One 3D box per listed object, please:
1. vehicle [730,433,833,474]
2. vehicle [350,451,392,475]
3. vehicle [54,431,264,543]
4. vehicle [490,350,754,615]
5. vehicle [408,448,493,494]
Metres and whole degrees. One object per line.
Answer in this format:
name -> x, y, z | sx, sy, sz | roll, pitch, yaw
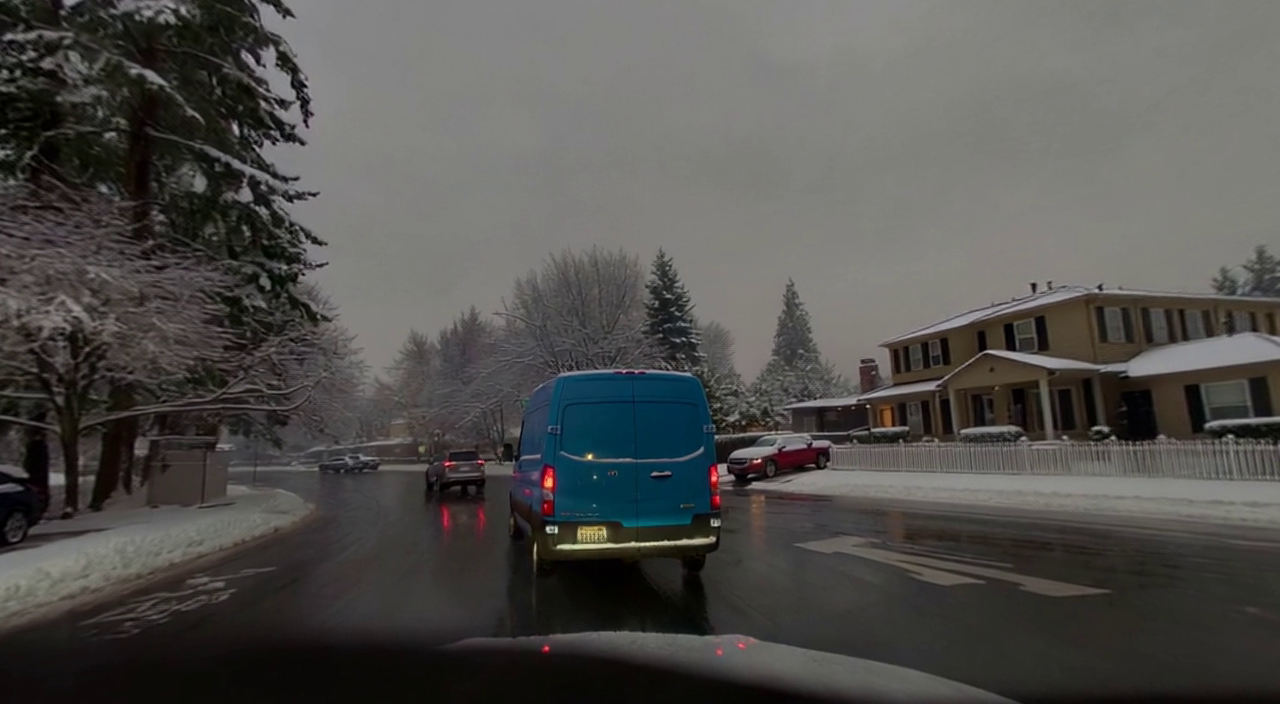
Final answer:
vehicle -> 6.614, 4.675, 29.395 | 4.559, 1.754, 1.985 | 5, -10, -32
vehicle -> -18.742, 7.680, 43.878 | 1.911, 1.493, 4.291 | 5, -10, -32
vehicle -> -9.953, 2.734, 13.736 | 2.228, 1.871, 5.492 | 3, -9, -23
vehicle -> -0.646, 1.416, 7.713 | 2.213, 2.124, 4.809 | 2, -9, -13
vehicle -> -6.903, 4.181, 22.716 | 2.008, 1.445, 4.386 | 4, -10, -28
